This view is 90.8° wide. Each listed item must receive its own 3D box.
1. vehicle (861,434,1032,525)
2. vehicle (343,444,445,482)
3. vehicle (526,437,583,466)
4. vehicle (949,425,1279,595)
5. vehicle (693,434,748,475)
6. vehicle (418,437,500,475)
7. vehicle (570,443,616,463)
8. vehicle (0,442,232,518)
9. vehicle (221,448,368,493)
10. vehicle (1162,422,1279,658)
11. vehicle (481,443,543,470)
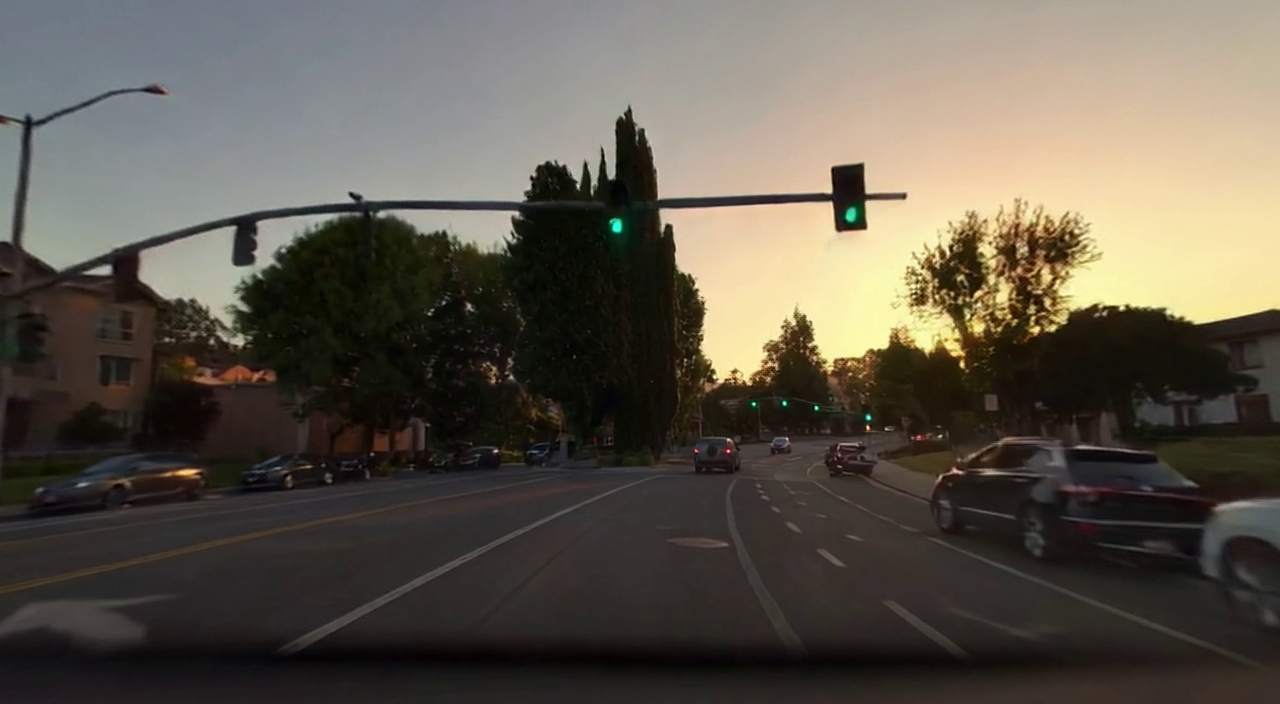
[{"bbox_3d":[5.959,2.478,12.857,1.841,1.545,3.813,-1,-8,5],"label":"vehicle"},{"bbox_3d":[-10.524,4.749,27.415,1.880,1.450,4.627,-2,-9,11],"label":"vehicle"},{"bbox_3d":[-5.847,6.868,43.755,2.115,1.853,4.745,-3,-9,17],"label":"vehicle"},{"bbox_3d":[5.717,1.760,7.920,1.850,1.557,3.992,0,-8,4],"label":"vehicle"},{"bbox_3d":[3.657,4.508,28.032,1.852,1.680,4.488,-2,-9,14],"label":"vehicle"},{"bbox_3d":[-9.180,5.301,32.525,1.977,1.761,4.990,-2,-8,10],"label":"vehicle"},{"bbox_3d":[-3.643,7.872,49.442,1.782,1.472,4.744,-3,-9,20],"label":"vehicle"},{"bbox_3d":[-12.313,2.909,15.082,1.918,1.508,4.353,-1,-8,6],"label":"vehicle"},{"bbox_3d":[-11.549,3.973,21.591,1.893,1.310,4.719,-1,-8,9],"label":"vehicle"},{"bbox_3d":[4.896,0.994,2.602,1.741,1.494,4.587,0,-8,3],"label":"vehicle"},{"bbox_3d":[-7.660,6.259,38.135,1.809,1.469,4.485,-2,-9,15],"label":"vehicle"}]
